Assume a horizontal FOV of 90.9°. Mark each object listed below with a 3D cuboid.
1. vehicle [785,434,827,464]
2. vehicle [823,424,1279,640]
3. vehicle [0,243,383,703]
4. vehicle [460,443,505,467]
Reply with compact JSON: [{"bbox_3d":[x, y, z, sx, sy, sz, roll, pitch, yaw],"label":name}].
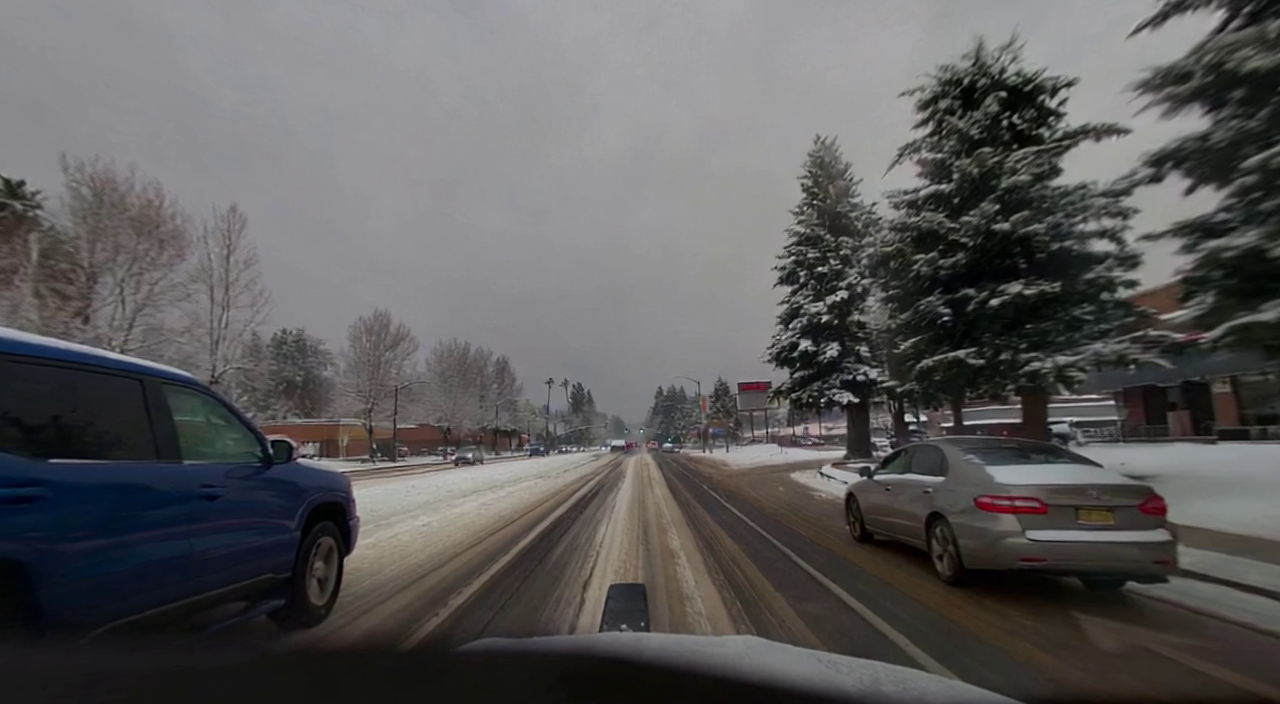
[{"bbox_3d":[10.932,6.325,41.212,2.180,1.808,4.462,-3,-9,20],"label":"vehicle"},{"bbox_3d":[3.580,1.581,6.661,1.978,1.455,4.582,0,-9,1],"label":"vehicle"},{"bbox_3d":[-3.337,0.758,3.139,2.152,1.987,4.527,0,-9,0],"label":"vehicle"},{"bbox_3d":[-10.072,6.624,40.651,1.847,1.481,3.819,0,-9,1],"label":"vehicle"}]
